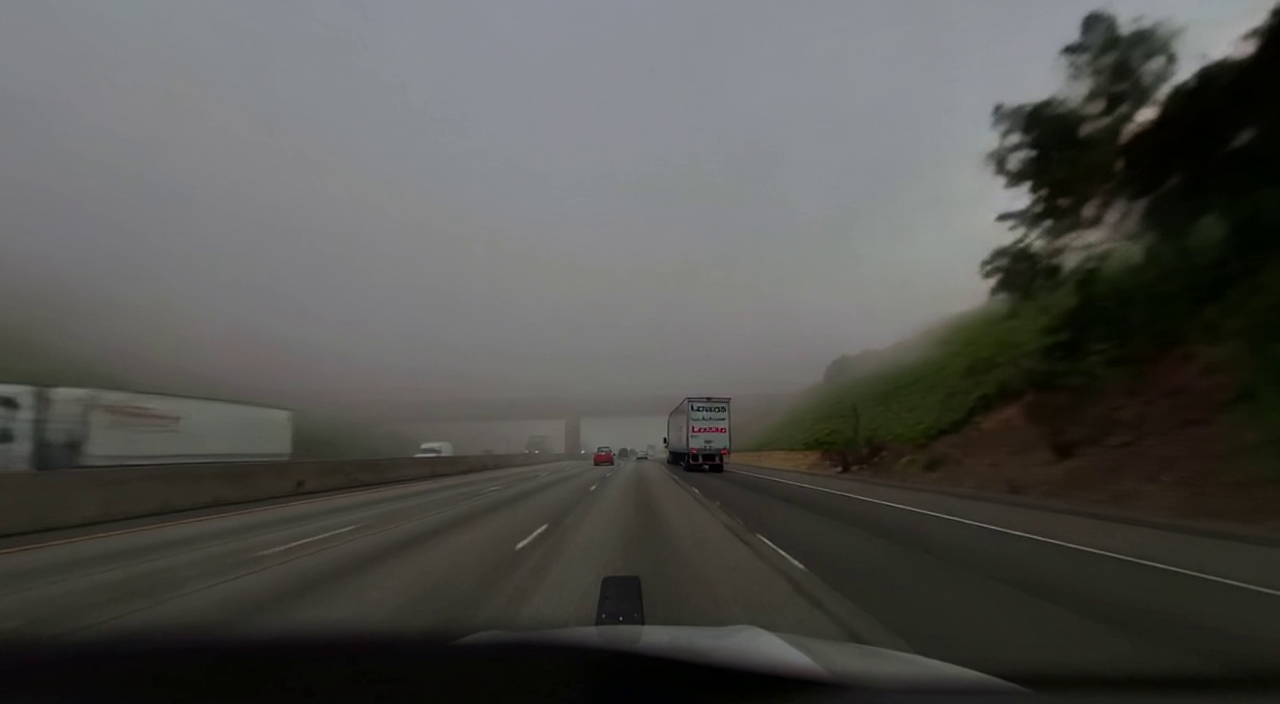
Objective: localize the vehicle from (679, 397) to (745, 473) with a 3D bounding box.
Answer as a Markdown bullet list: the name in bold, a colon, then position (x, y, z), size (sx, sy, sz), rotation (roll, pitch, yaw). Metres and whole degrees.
- **vehicle**: position (4.065, 5.053, 37.782), size (2.885, 3.992, 8.526), rotation (0, -9, 0)

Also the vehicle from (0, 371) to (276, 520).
- **vehicle**: position (-19.241, 3.542, 23.525), size (2.909, 4.107, 14.066), rotation (0, -9, 0)
